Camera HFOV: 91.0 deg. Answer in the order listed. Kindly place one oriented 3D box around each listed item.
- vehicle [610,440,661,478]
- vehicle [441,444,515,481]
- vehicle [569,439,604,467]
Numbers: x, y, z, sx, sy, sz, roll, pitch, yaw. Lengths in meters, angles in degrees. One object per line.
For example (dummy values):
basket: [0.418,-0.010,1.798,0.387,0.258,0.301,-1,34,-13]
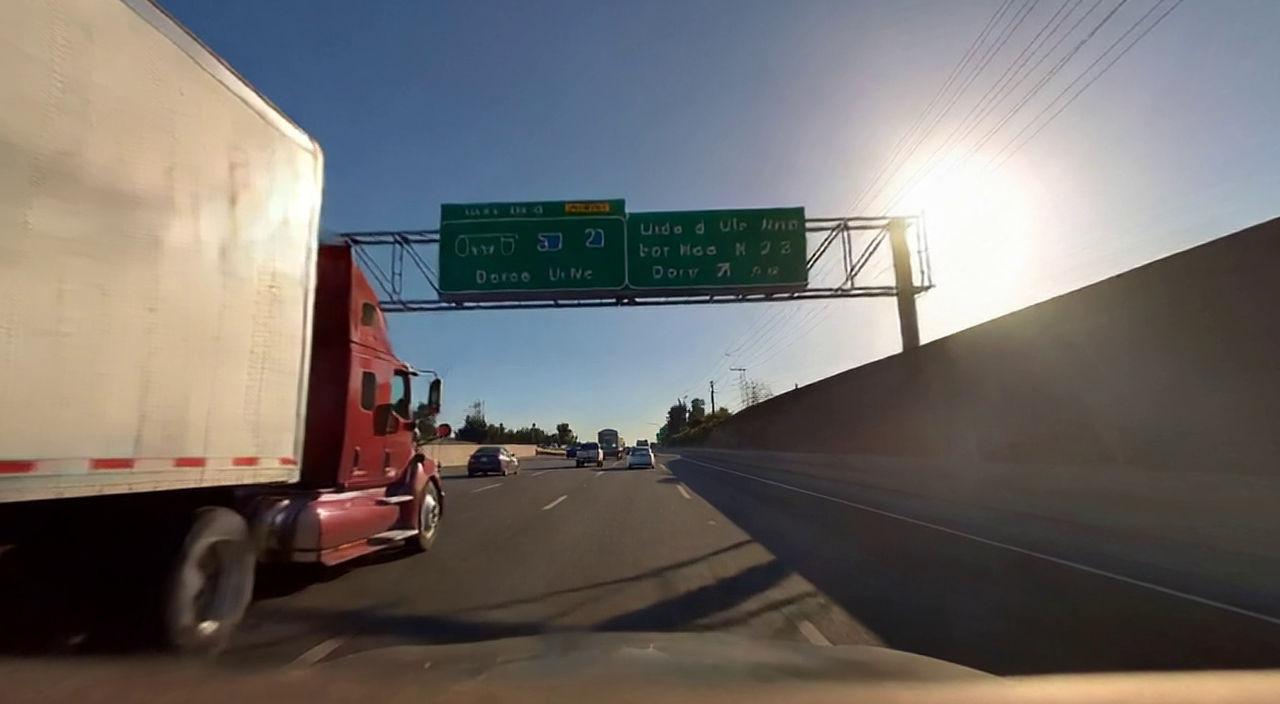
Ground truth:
vehicle: [-0.175,4.928,29.232,2.178,1.640,4.071,0,-9,0]
vehicle: [-7.141,4.904,28.321,2.025,1.510,4.582,0,-9,1]
vehicle: [-3.799,7.326,45.812,2.109,1.840,4.614,0,-9,1]
